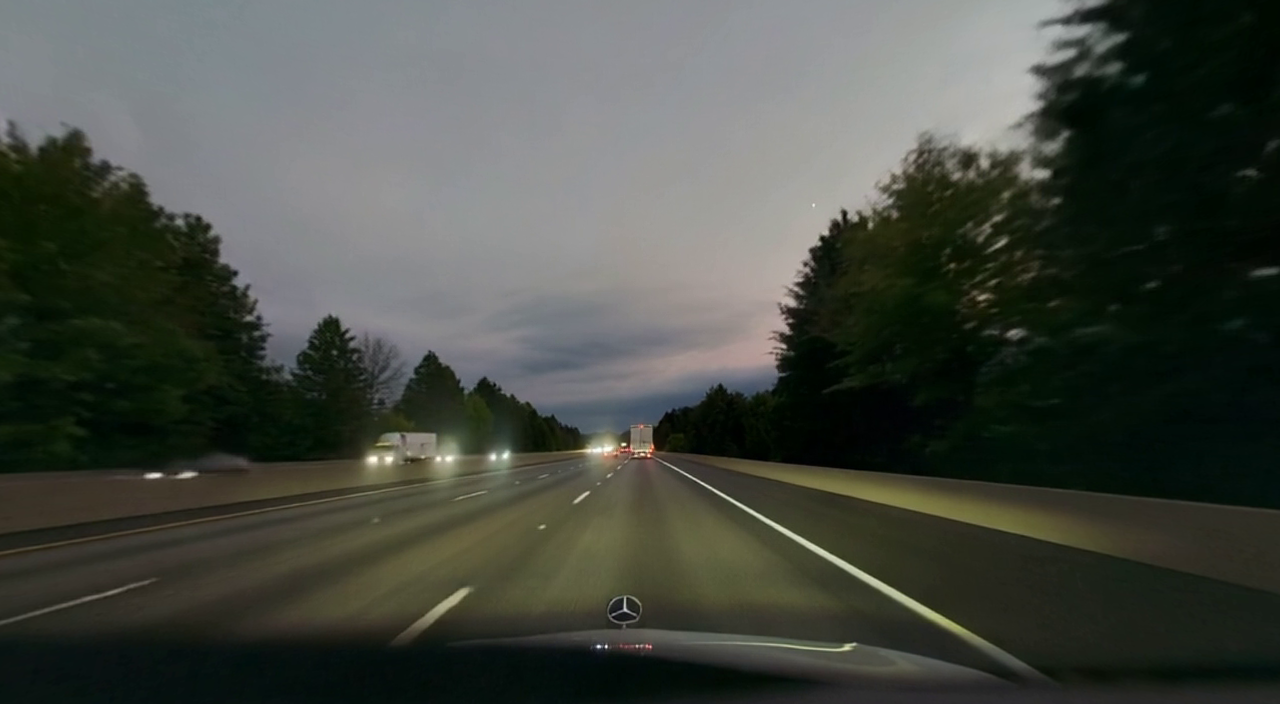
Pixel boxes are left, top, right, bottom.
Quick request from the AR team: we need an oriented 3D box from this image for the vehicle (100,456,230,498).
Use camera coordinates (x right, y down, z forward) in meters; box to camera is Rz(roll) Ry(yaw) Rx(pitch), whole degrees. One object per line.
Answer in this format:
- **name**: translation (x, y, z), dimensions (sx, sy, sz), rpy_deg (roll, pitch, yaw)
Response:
- **vehicle**: translation (-18.782, 4.942, 25.221), dimensions (1.819, 1.458, 4.282), rpy_deg (0, -9, 1)
